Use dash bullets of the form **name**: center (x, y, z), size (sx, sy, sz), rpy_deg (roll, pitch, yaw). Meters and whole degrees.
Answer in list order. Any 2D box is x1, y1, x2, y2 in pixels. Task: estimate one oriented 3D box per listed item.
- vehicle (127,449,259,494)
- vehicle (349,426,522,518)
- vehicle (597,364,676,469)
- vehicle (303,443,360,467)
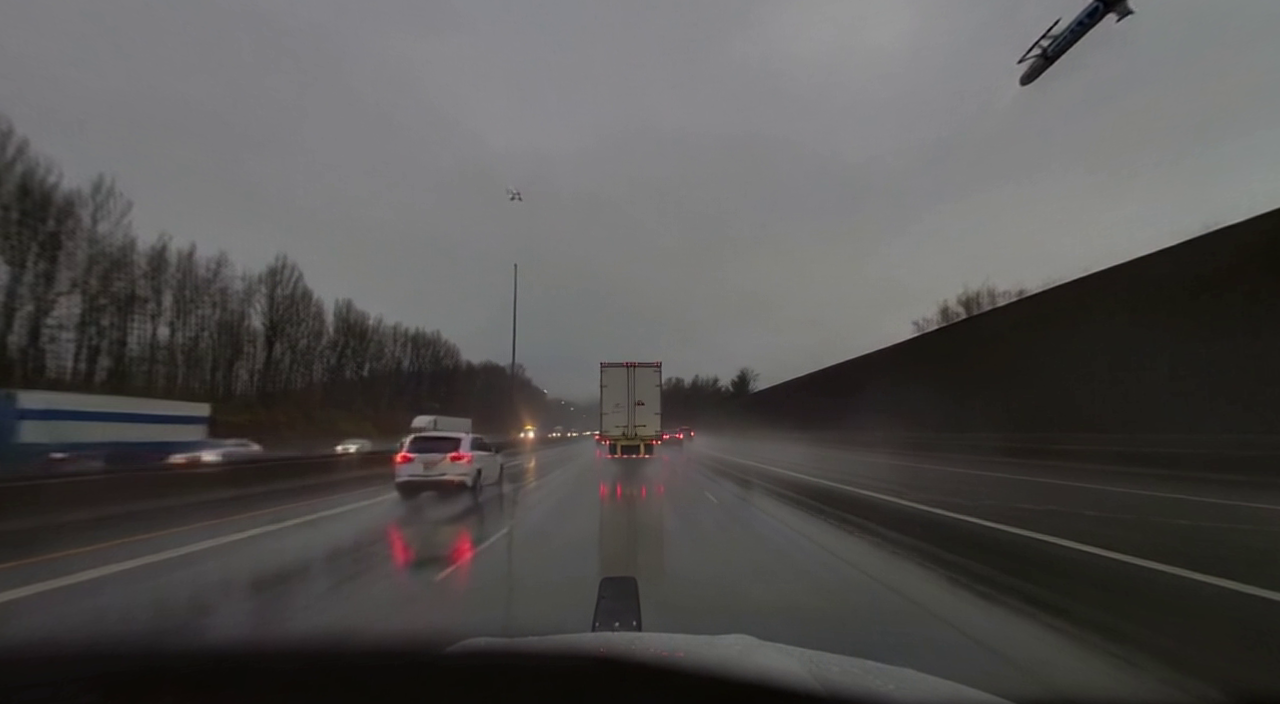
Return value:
- **vehicle**: center (-17.827, 4.763, 25.432), size (1.937, 1.517, 4.626), rpy_deg (0, -8, 0)
- **vehicle**: center (-3.857, 2.316, 12.816), size (2.005, 1.521, 4.454), rpy_deg (0, -8, 0)
- **vehicle**: center (-0.194, 3.540, 32.130), size (2.965, 3.972, 16.689), rpy_deg (0, -8, 0)
- **vehicle**: center (-21.515, 7.171, 44.005), size (1.842, 1.540, 4.093), rpy_deg (0, -8, 1)
